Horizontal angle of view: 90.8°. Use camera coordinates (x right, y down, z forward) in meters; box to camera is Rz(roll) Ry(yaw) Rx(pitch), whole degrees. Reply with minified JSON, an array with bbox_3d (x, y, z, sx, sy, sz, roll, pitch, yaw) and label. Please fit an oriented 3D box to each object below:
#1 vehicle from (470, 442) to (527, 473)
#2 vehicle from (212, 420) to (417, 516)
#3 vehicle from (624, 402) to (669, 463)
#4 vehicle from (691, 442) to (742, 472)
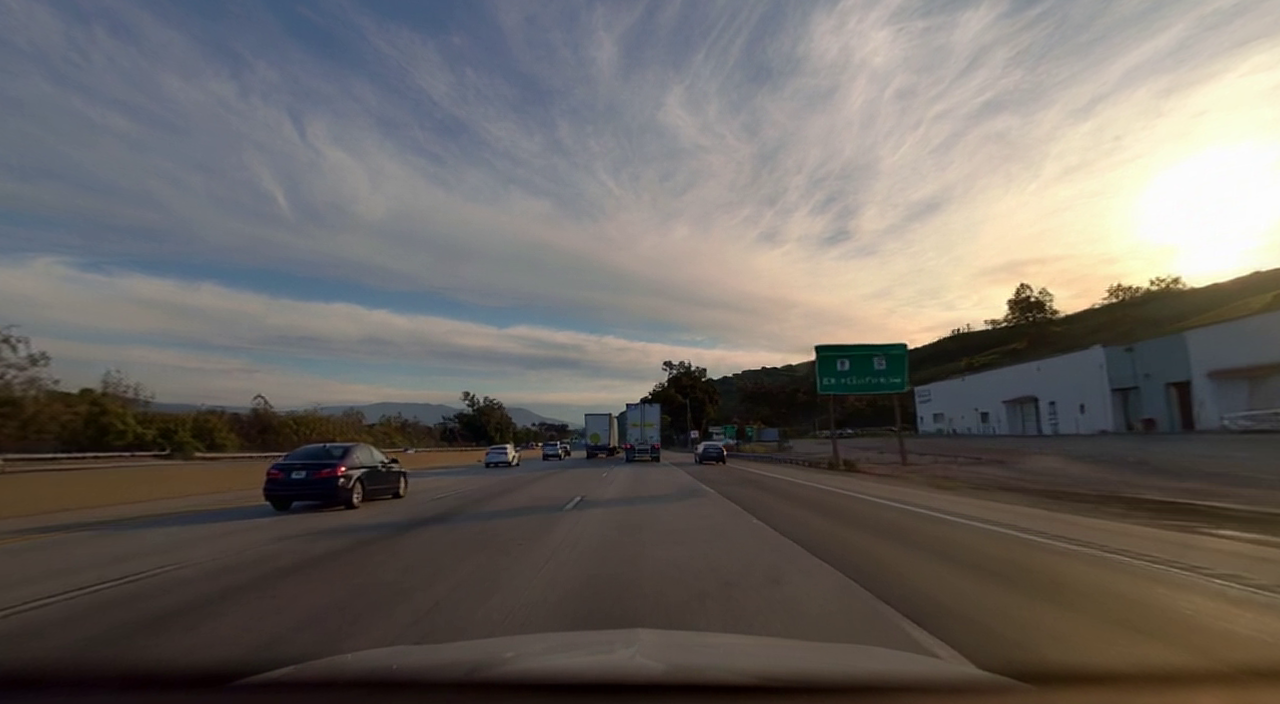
[{"bbox_3d":[-7.358,5.507,33.203,1.891,1.460,4.506,0,-9,1],"label":"vehicle"},{"bbox_3d":[-6.817,2.483,13.941,2.122,1.754,4.379,0,-9,1],"label":"vehicle"},{"bbox_3d":[0.382,6.188,47.709,2.969,4.104,10.906,0,-9,-1],"label":"vehicle"},{"bbox_3d":[3.871,5.382,32.588,2.006,1.452,4.246,0,-9,-1],"label":"vehicle"}]
